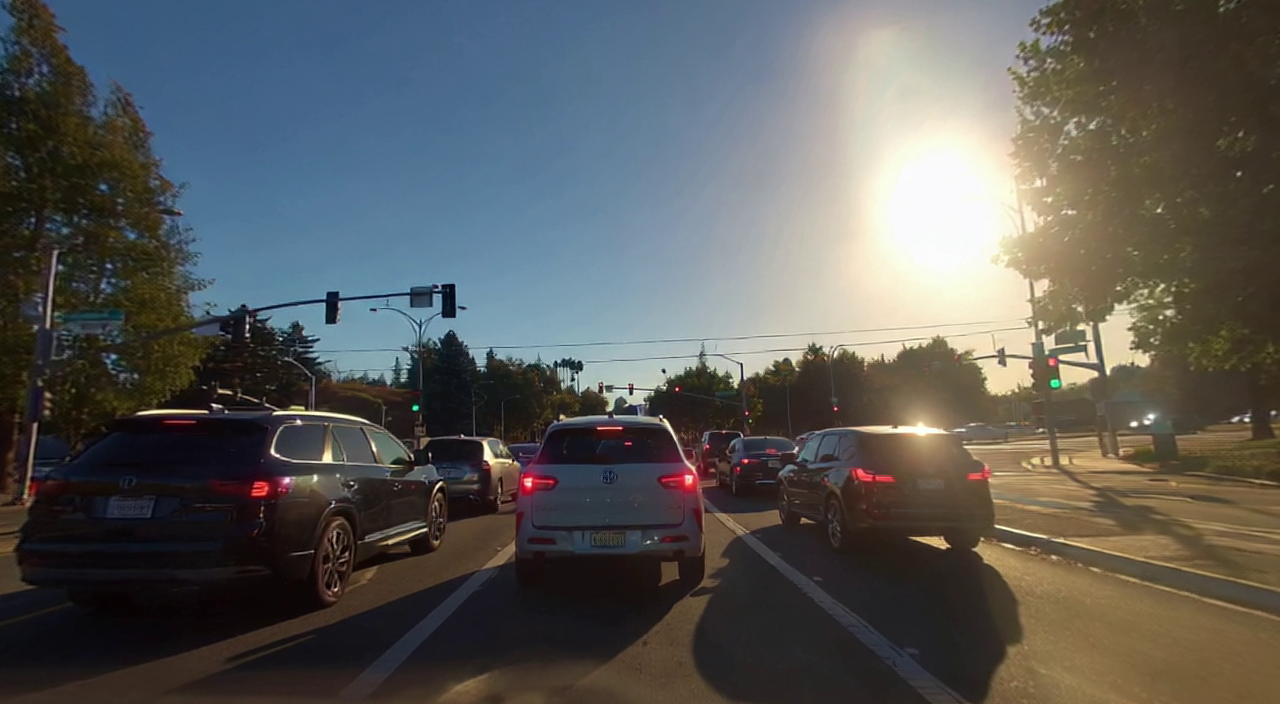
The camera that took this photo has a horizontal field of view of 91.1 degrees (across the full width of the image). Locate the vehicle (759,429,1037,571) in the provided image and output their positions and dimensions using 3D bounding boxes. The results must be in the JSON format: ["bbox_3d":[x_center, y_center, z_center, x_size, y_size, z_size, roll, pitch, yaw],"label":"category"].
[{"bbox_3d":[3.135,1.885,8.873,1.971,1.473,4.495,0,-8,-1],"label":"vehicle"}]

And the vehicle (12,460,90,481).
[{"bbox_3d":[-45.755,9.211,48.811,4.232,1.498,1.791,0,-8,1],"label":"vehicle"}]

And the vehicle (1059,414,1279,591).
[{"bbox_3d":[6.558,1.418,6.161,1.941,1.532,4.152,0,-8,-1],"label":"vehicle"}]

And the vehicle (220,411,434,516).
[{"bbox_3d":[-6.736,2.473,14.408,2.214,1.953,5.017,0,-8,1],"label":"vehicle"}]

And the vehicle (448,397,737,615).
[{"bbox_3d":[-0.343,1.507,7.035,2.256,1.694,4.055,0,-8,1],"label":"vehicle"}]

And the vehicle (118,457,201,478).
[{"bbox_3d":[-37.353,8.970,48.870,4.914,1.487,1.850,0,-8,1],"label":"vehicle"}]
